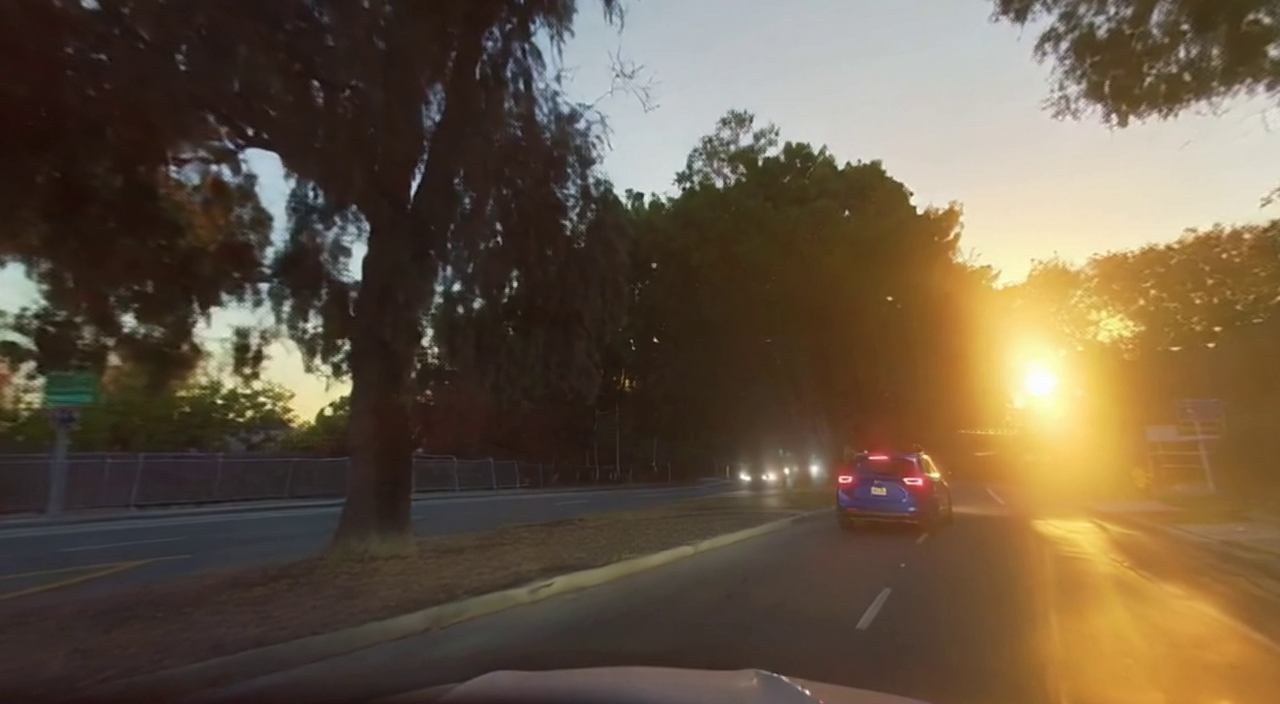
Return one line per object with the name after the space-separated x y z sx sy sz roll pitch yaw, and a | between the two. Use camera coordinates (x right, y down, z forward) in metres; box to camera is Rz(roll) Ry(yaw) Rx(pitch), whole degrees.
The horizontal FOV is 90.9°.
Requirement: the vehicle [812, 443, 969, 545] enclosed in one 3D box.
4.921 2.515 12.002 2.148 1.521 4.089 -5 -9 29 | vehicle

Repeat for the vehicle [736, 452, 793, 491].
7.139 6.670 35.688 2.150 1.927 5.209 -4 -9 22 | vehicle
